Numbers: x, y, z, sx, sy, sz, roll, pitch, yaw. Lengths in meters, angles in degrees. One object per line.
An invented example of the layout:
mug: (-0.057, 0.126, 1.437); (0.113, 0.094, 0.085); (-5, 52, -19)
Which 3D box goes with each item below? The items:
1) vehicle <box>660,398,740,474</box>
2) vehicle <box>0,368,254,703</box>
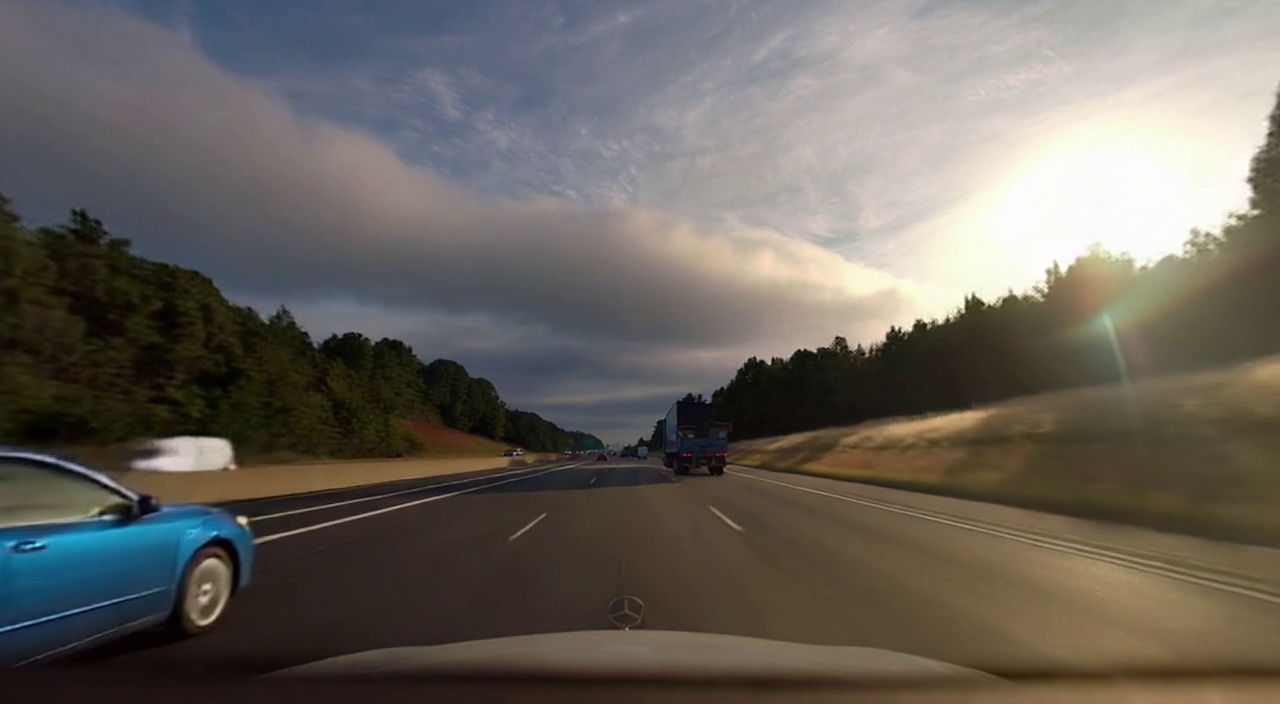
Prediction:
vehicle: (3.630, 6.114, 44.358); (3.532, 4.201, 17.611); (0, -9, -1)
vehicle: (-4.065, 0.881, 2.671); (2.115, 1.670, 4.261); (0, -9, 0)
